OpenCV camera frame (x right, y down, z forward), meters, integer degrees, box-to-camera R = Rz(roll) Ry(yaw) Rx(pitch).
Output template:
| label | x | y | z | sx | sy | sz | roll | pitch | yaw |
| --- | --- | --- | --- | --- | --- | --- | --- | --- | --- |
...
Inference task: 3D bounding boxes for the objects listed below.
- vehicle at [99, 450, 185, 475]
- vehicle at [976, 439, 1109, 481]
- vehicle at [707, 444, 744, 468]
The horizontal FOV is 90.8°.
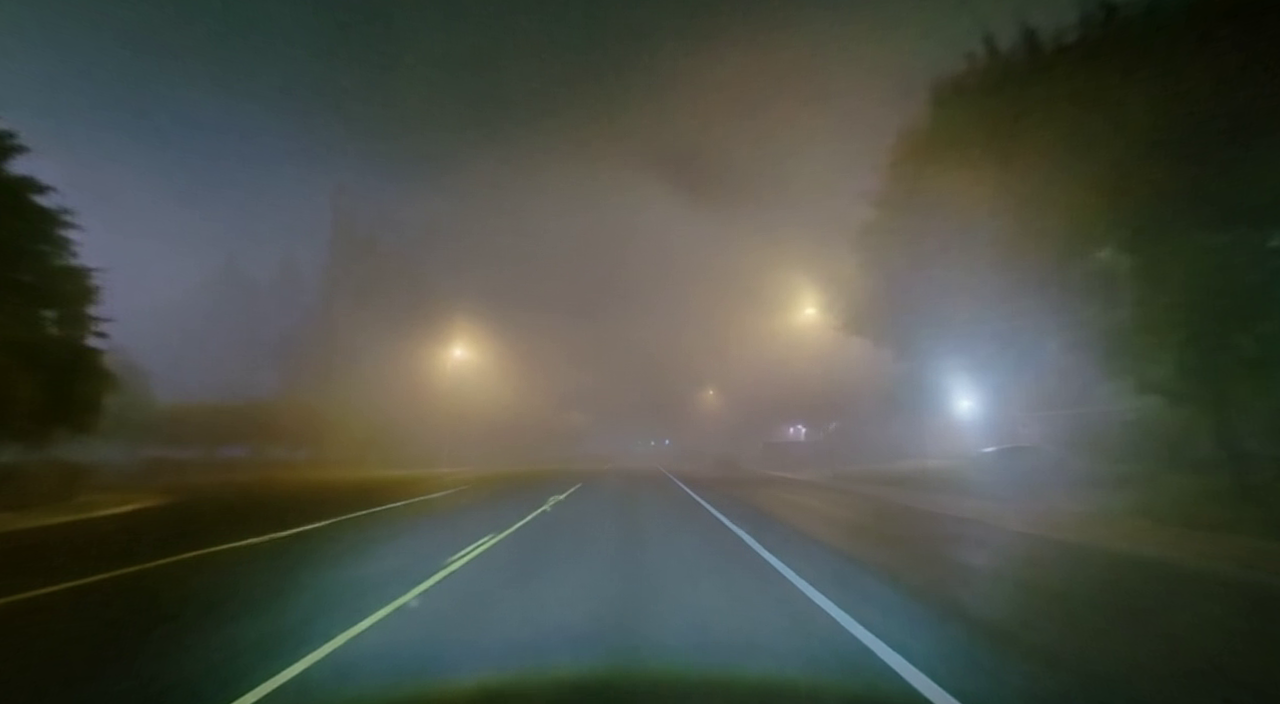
| label | x | y | z | sx | sy | sz | roll | pitch | yaw |
| --- | --- | --- | --- | --- | --- | --- | --- | --- | --- |
| vehicle | -32.085 | 7.116 | 40.864 | 1.866 | 1.469 | 4.473 | 0 | -9 | 0 |
| vehicle | 15.120 | 4.072 | 23.896 | 3.709 | 1.509 | 1.873 | 0 | -9 | 0 |
| vehicle | 6.483 | 7.917 | 48.185 | 2.043 | 1.747 | 4.680 | 0 | -9 | -2 |
